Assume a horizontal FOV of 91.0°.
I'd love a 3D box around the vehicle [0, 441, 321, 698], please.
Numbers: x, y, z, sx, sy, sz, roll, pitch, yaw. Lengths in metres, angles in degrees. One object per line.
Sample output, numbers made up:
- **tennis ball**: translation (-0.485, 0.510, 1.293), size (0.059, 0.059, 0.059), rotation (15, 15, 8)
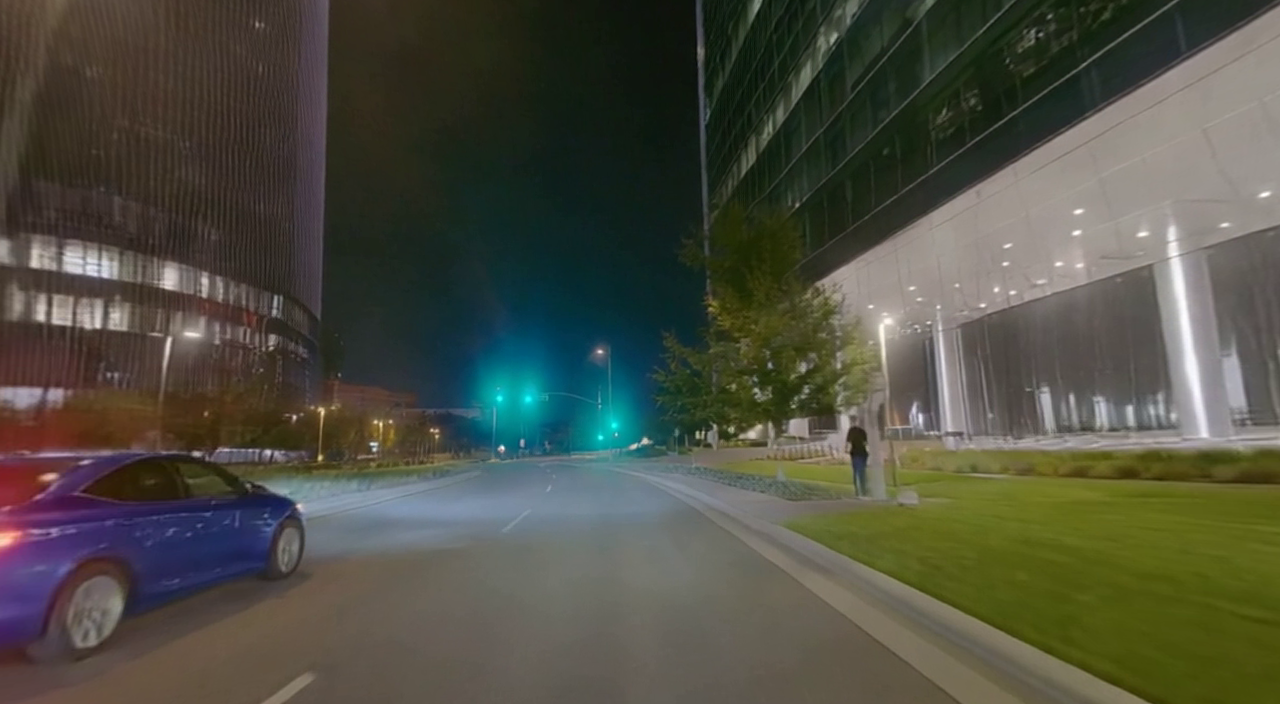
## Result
- **vehicle**: translation (-4.769, 1.474, 5.067), size (2.045, 1.479, 4.616), rotation (0, -9, -1)
